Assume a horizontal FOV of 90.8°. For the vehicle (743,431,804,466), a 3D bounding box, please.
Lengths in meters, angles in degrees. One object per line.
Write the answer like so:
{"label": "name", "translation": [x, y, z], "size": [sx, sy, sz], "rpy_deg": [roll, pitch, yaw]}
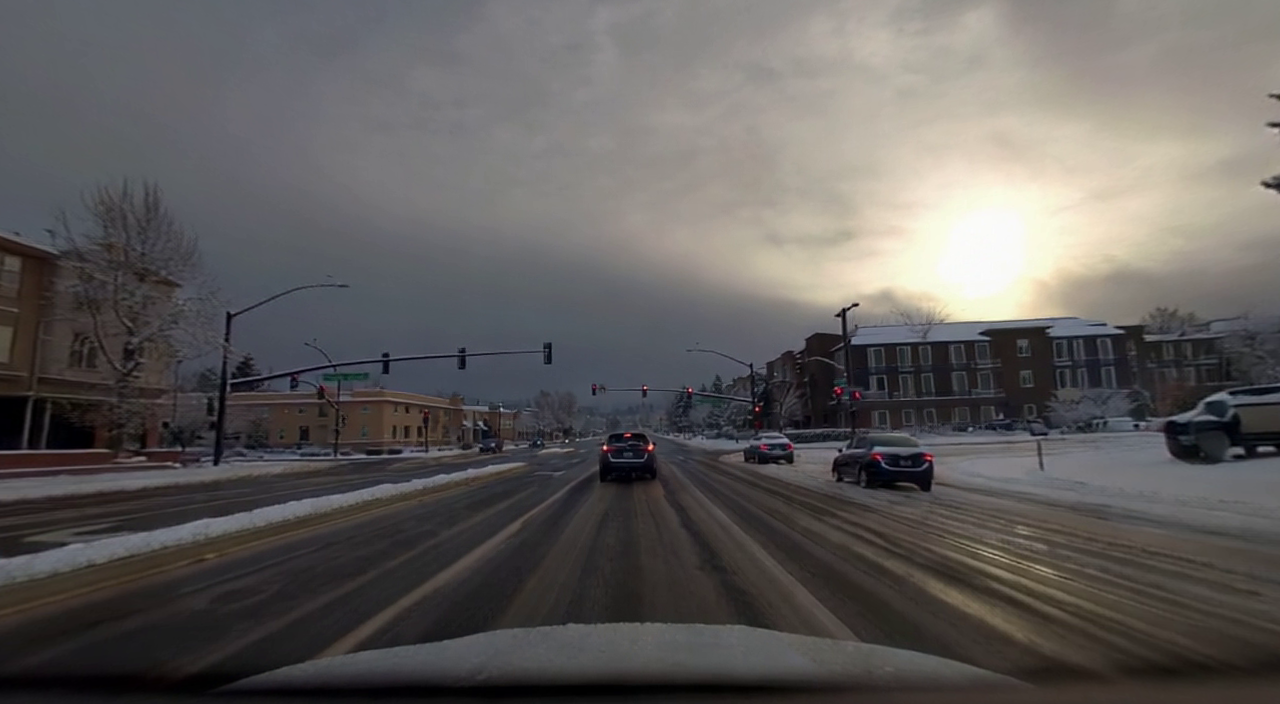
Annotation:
{"label": "vehicle", "translation": [6.441, 4.725, 31.000], "size": [1.963, 1.611, 4.359], "rpy_deg": [0, -8, -1]}

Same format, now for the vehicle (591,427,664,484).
{"label": "vehicle", "translation": [-0.356, 3.215, 19.780], "size": [2.032, 1.593, 3.896], "rpy_deg": [0, -8, 0]}

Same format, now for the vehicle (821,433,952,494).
{"label": "vehicle", "translation": [6.405, 2.924, 16.968], "size": [1.768, 1.417, 4.213], "rpy_deg": [0, -8, 0]}
